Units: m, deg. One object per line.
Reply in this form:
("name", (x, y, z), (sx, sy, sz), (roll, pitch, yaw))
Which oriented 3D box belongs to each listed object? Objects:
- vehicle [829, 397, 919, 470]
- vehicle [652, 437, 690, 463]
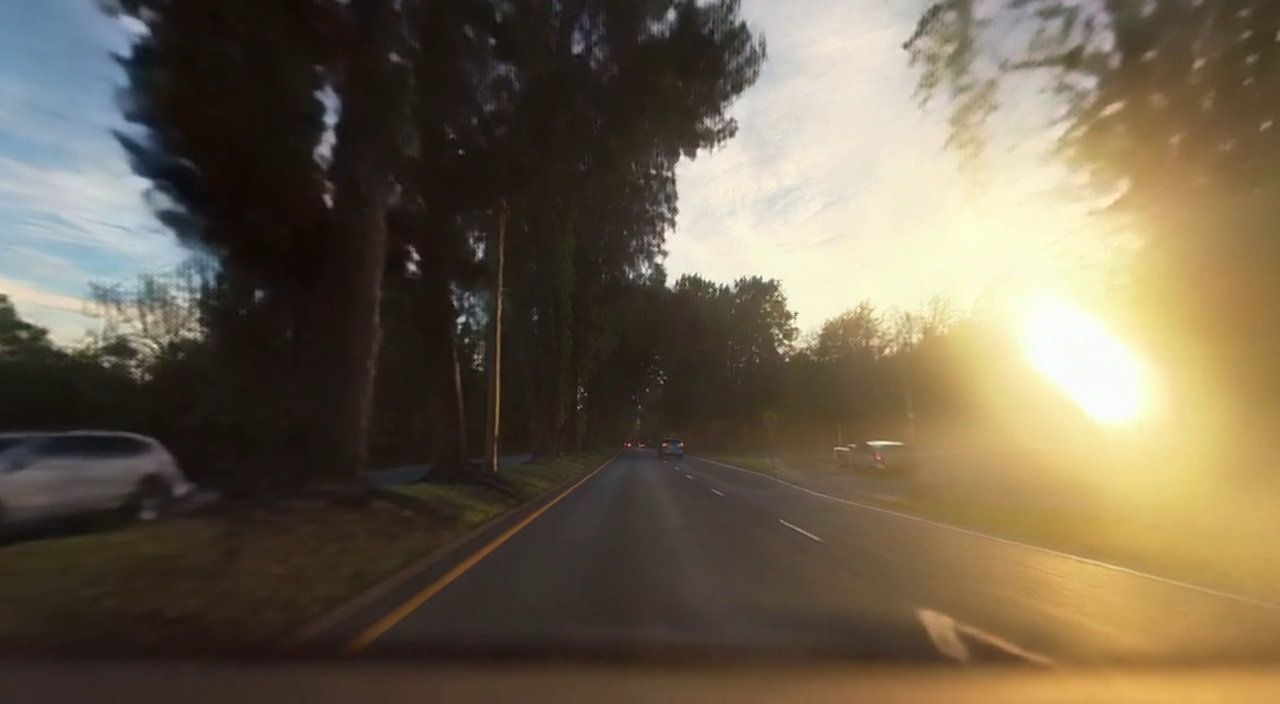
("vehicle", (10.934, 3.933, 30.065), (3.250, 3.147, 4.411), (-2, -9, 12))
("vehicle", (2.179, 7.067, 45.633), (2.183, 1.744, 4.424), (1, -9, -4))
